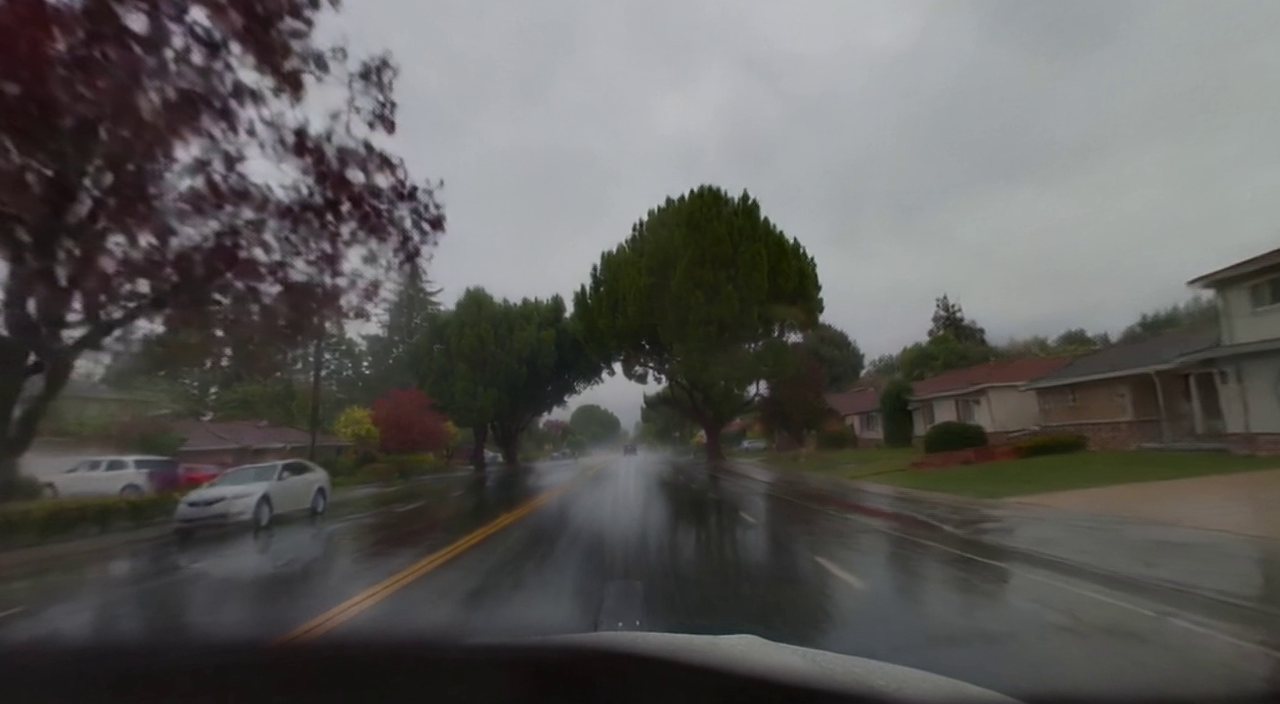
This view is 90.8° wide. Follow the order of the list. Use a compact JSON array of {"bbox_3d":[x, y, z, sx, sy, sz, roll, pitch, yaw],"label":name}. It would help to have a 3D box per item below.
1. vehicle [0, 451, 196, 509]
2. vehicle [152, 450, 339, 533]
[{"bbox_3d":[-19.527,4.598,23.002,4.802,1.868,2.395,0,-8,-2],"label":"vehicle"},{"bbox_3d":[-9.625,3.364,15.944,1.931,1.465,4.683,-5,-7,-3],"label":"vehicle"}]
